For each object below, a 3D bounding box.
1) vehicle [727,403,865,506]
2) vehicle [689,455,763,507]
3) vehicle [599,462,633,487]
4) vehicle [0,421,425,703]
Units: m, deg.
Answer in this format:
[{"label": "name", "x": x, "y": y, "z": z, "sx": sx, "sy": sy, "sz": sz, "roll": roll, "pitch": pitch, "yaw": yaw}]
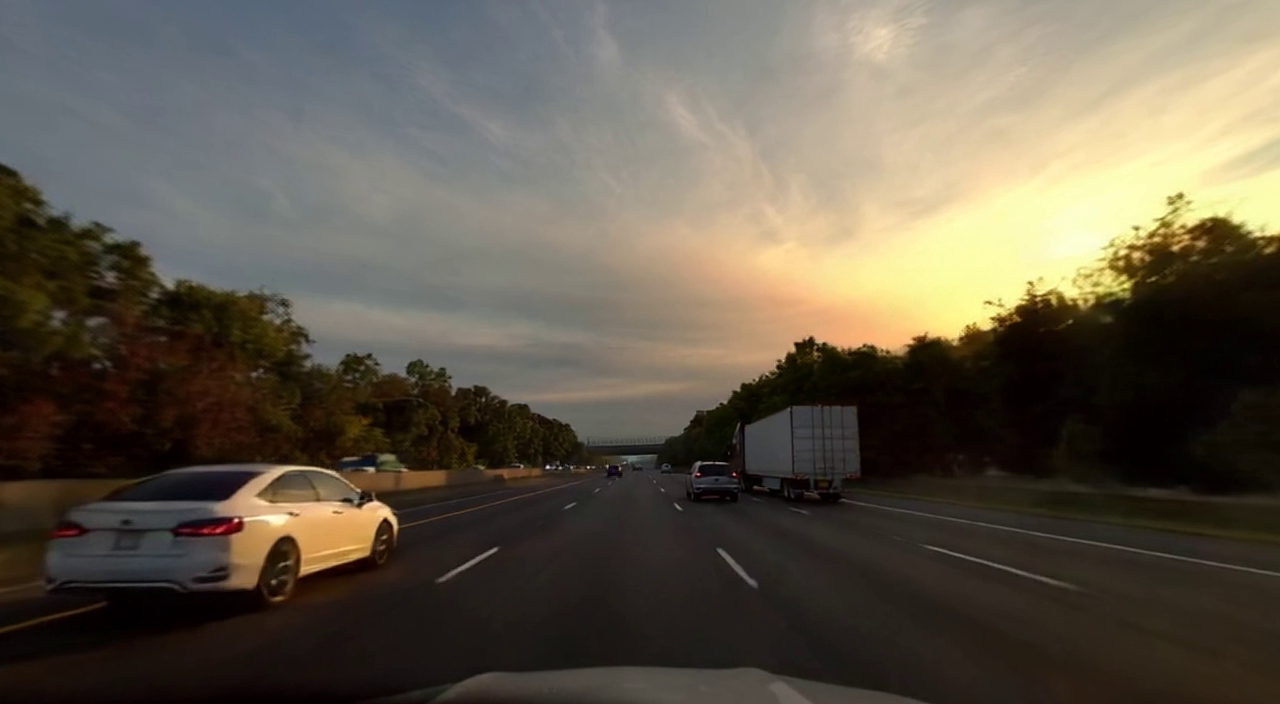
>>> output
[{"label": "vehicle", "x": 7.503, "y": 5.690, "z": 34.092, "sx": 2.861, "sy": 4.086, "sz": 17.499, "roll": 1, "pitch": -10, "yaw": -1}, {"label": "vehicle", "x": 3.115, "y": 4.792, "z": 23.645, "sx": 2.050, "sy": 1.708, "sz": 4.457, "roll": 1, "pitch": -10, "yaw": -1}, {"label": "vehicle", "x": -1.527, "y": 8.123, "z": 41.817, "sx": 2.025, "sy": 1.547, "sz": 4.150, "roll": 1, "pitch": -10, "yaw": 0}, {"label": "vehicle", "x": -3.794, "y": 1.522, "z": 5.588, "sx": 2.065, "sy": 1.485, "sz": 4.682, "roll": 1, "pitch": -10, "yaw": 0}]
